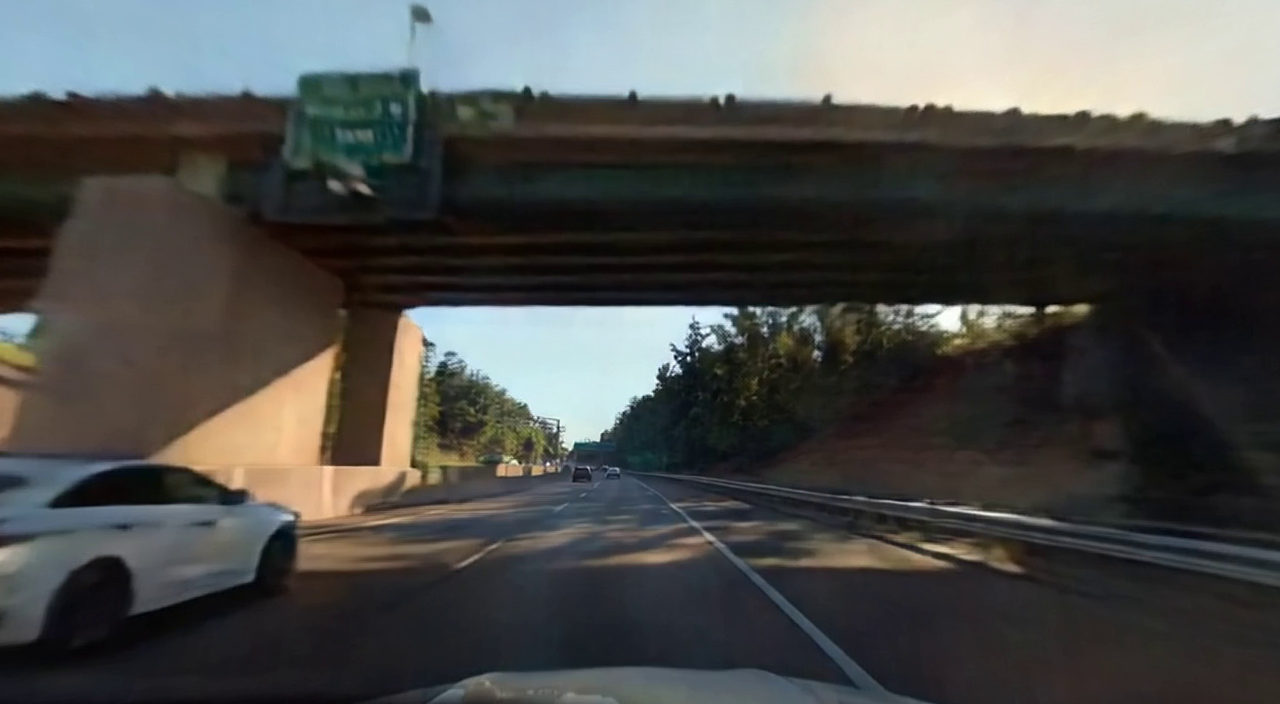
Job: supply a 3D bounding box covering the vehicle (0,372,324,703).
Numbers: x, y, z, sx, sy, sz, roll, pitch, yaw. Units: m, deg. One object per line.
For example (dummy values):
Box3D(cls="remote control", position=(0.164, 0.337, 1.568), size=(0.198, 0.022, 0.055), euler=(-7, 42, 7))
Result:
Box3D(cls="vehicle", position=(-4.247, 1.077, 3.582), size=(2.286, 1.757, 5.057), euler=(1, -11, -1))
